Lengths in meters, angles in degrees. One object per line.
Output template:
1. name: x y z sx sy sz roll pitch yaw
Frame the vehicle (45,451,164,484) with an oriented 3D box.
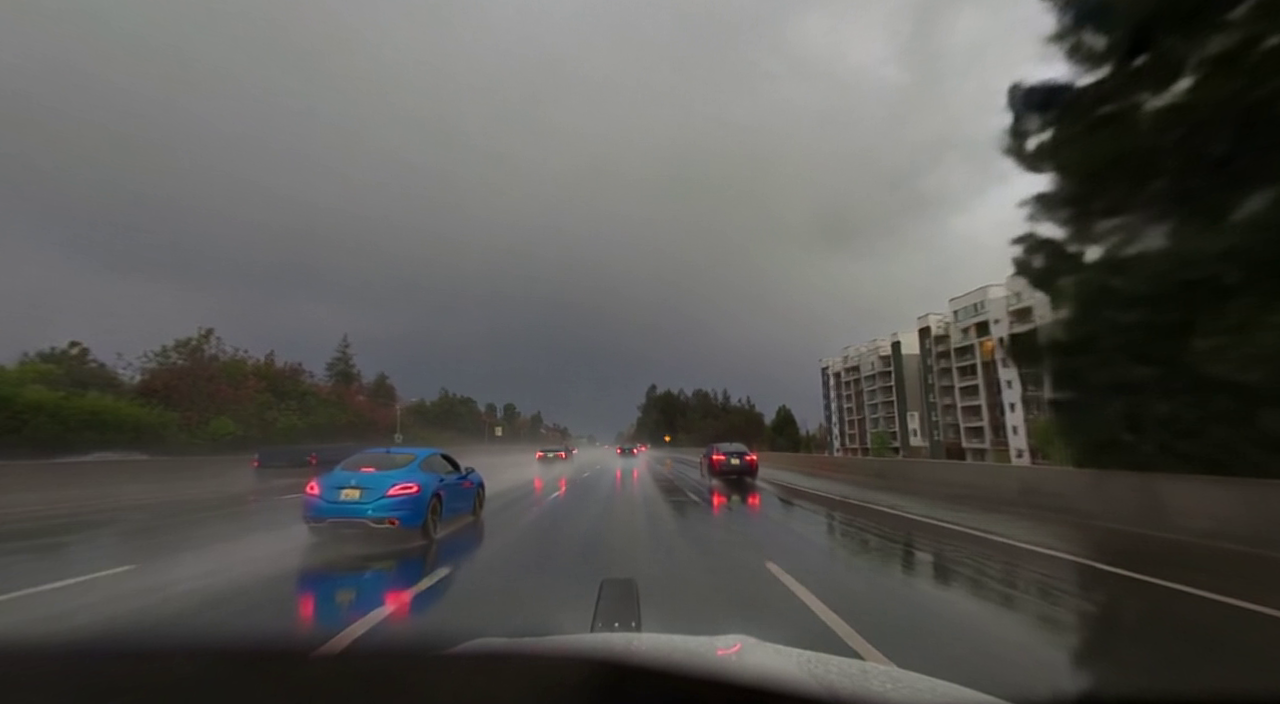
1. vehicle: -25.996 5.587 30.916 1.816 1.457 4.598 0 -8 0

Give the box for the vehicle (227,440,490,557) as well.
1. vehicle: -4.002 2.138 10.059 2.124 1.426 4.444 0 -8 0

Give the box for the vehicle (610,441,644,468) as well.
1. vehicle: -0.830 6.586 40.878 2.053 1.650 3.945 0 -8 -1

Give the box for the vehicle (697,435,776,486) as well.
1. vehicle: 3.338 3.857 22.798 2.061 1.658 4.417 0 -8 -2

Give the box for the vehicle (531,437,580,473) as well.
1. vehicle: -4.390 5.425 33.437 2.044 1.774 4.329 0 -8 0
